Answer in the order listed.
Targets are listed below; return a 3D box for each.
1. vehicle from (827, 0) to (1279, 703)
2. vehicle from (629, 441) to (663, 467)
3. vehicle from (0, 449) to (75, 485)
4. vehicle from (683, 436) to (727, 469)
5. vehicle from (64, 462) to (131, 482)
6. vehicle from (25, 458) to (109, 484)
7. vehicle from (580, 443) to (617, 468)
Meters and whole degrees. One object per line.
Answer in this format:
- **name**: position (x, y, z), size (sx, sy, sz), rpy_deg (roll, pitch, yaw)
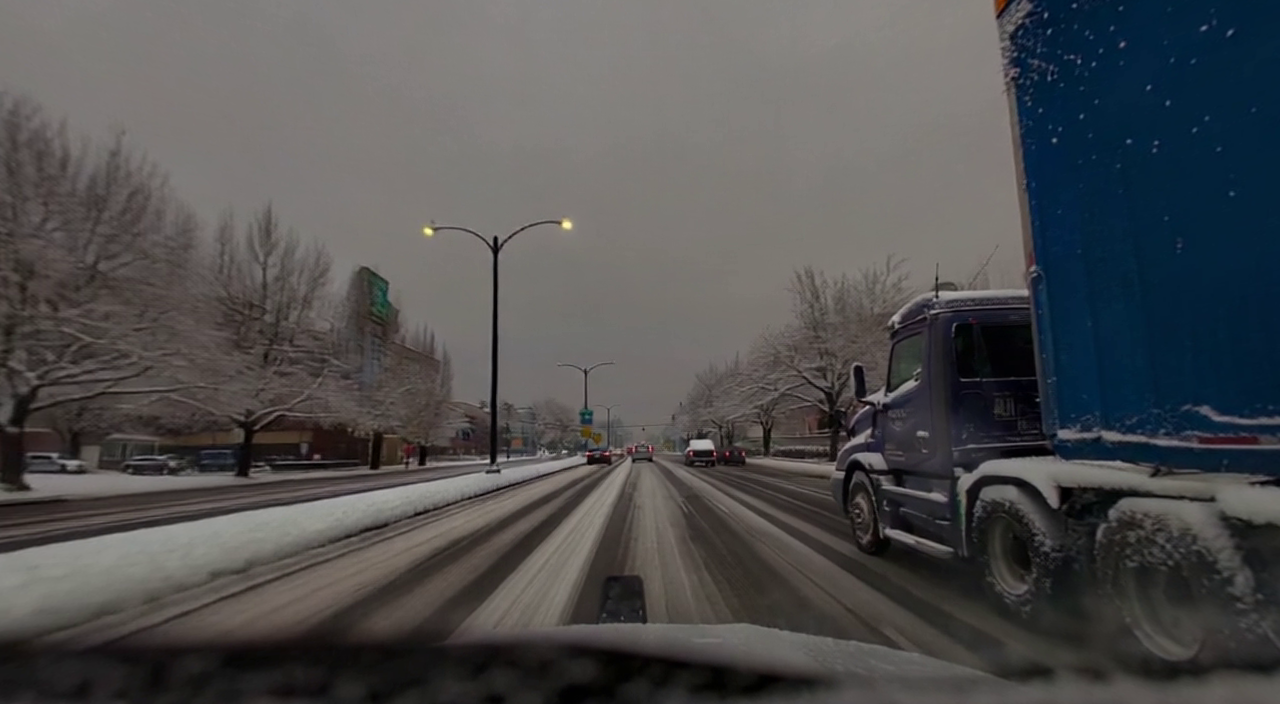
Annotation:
- **vehicle**: position (3.603, -0.218, 3.019), size (3.006, 3.679, 8.506), rpy_deg (-1, -8, 2)
- **vehicle**: position (0.419, 7.043, 43.802), size (2.276, 1.704, 3.925), rpy_deg (-1, -8, 1)
- **vehicle**: position (-48.039, 9.029, 49.636), size (2.215, 2.552, 5.160), rpy_deg (-2, -8, -1)
- **vehicle**: position (3.952, 6.209, 39.142), size (2.196, 1.908, 4.412), rpy_deg (0, -8, -1)
- **vehicle**: position (-42.846, 9.449, 49.858), size (1.897, 1.429, 3.741), rpy_deg (-1, -8, 3)
- **vehicle**: position (-45.291, 9.373, 49.990), size (2.135, 1.791, 4.777), rpy_deg (-1, -8, 1)
- **vehicle**: position (-2.790, 7.103, 43.471), size (2.211, 1.537, 4.666), rpy_deg (-1, -8, 1)
